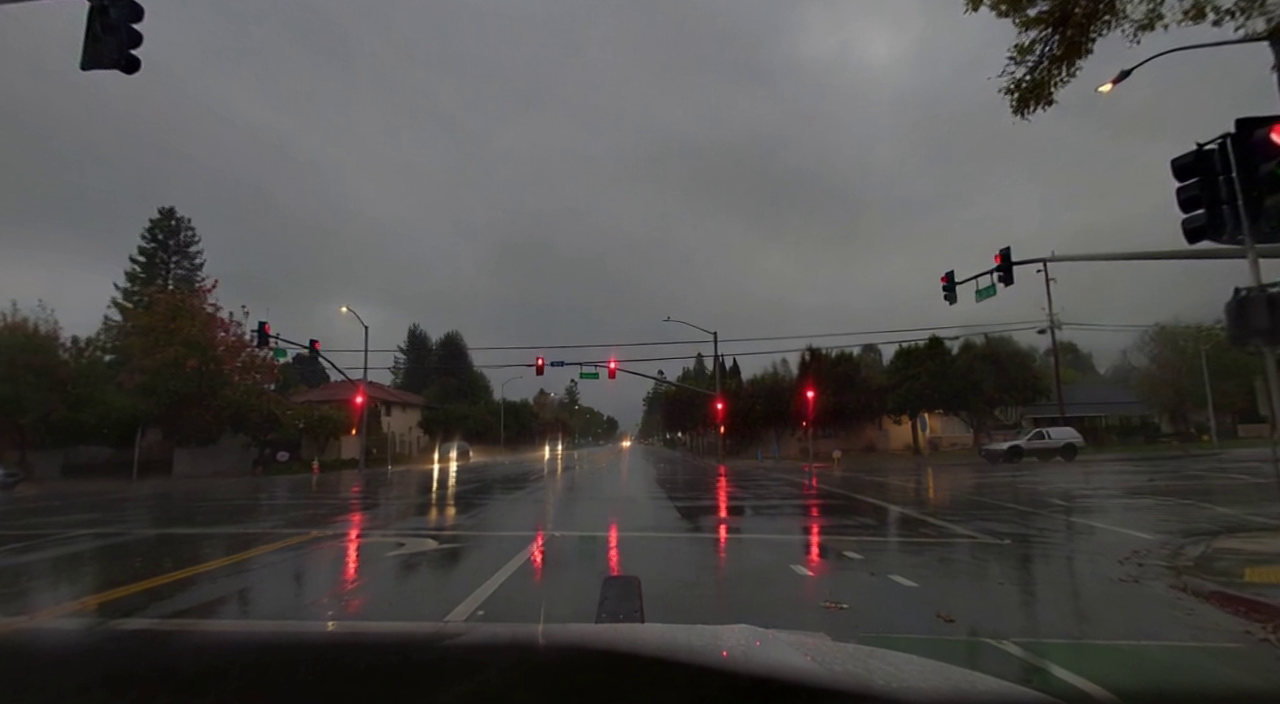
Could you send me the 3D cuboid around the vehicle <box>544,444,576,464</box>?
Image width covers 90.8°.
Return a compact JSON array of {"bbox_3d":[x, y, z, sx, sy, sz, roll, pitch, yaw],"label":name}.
[{"bbox_3d":[-6.116,7.833,48.644,1.936,1.444,4.168,0,-8,0],"label":"vehicle"}]
